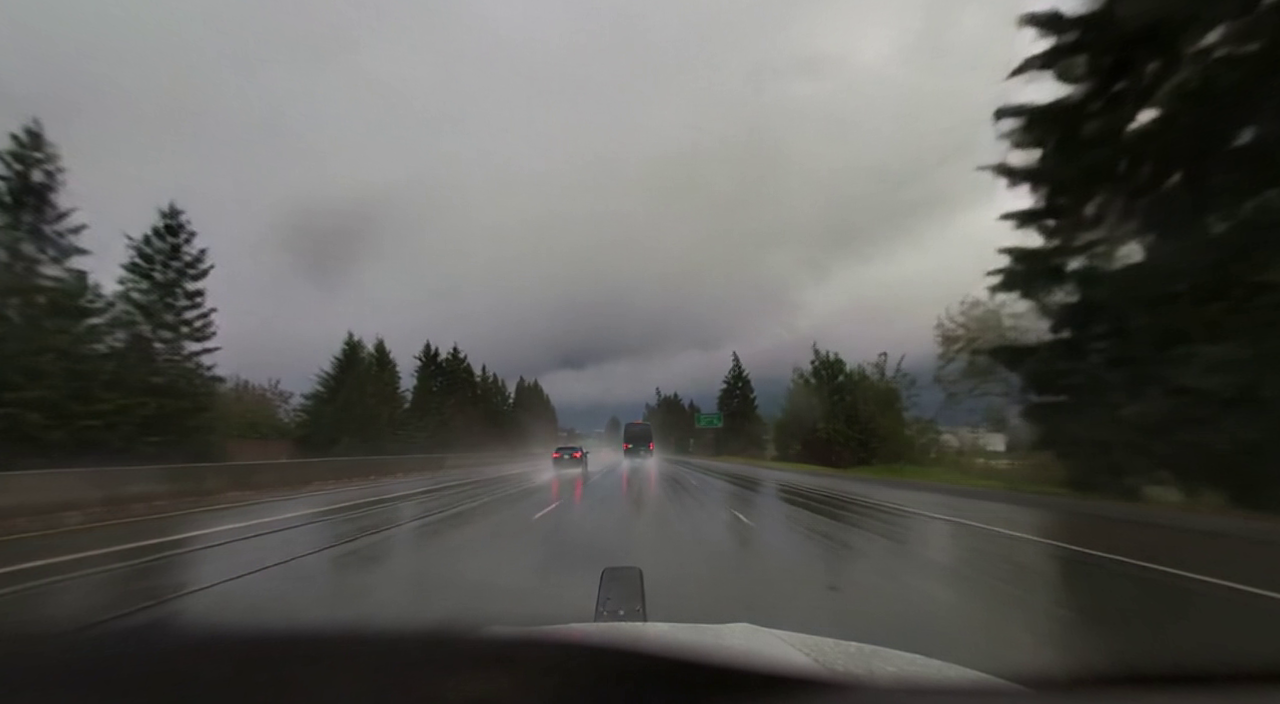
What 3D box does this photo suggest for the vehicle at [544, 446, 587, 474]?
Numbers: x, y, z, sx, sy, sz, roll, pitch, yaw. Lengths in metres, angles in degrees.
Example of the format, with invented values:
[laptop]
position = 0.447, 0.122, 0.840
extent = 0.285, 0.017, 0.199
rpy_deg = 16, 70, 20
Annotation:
[vehicle]
position = -4.252, 6.212, 36.486
extent = 1.916, 1.506, 4.476
rpy_deg = 0, -9, 1
